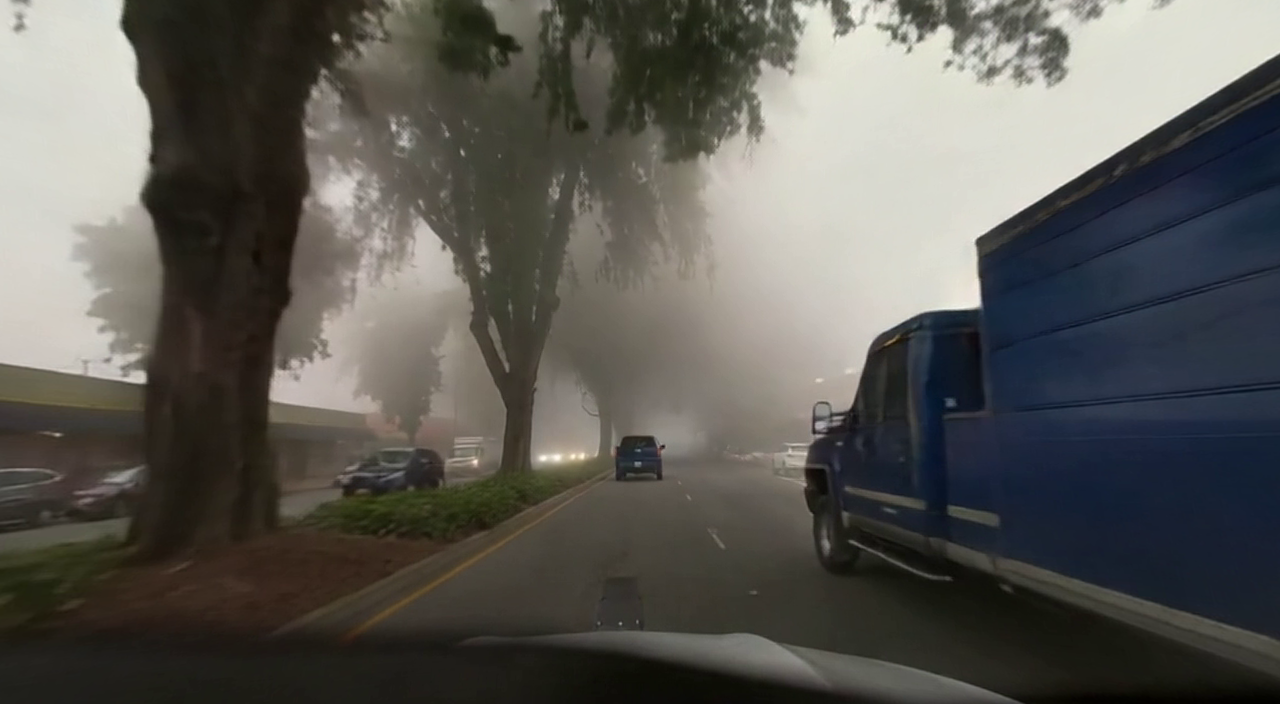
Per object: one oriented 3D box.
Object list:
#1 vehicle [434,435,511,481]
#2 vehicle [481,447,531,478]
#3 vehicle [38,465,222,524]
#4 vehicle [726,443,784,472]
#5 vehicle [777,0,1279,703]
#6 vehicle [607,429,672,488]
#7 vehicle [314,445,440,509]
[{"bbox_3d":[-11.343,7.273,43.798,2.894,2.789,8.218,-1,-9,1],"label":"vehicle"},{"bbox_3d":[-7.936,6.581,37.910,1.977,1.669,4.387,0,-9,1],"label":"vehicle"},{"bbox_3d":[-16.015,4.456,20.289,1.874,1.506,4.781,-1,-9,1],"label":"vehicle"},{"bbox_3d":[7.204,6.671,40.099,2.114,1.697,4.739,1,-9,-9],"label":"vehicle"},{"bbox_3d":[3.745,0.017,4.154,3.007,4.206,12.913,0,-9,1],"label":"vehicle"},{"bbox_3d":[0.055,4.096,24.645,2.293,2.036,4.853,-1,-9,2],"label":"vehicle"},{"bbox_3d":[-7.672,3.648,18.984,1.937,1.641,4.575,0,-9,-2],"label":"vehicle"}]
